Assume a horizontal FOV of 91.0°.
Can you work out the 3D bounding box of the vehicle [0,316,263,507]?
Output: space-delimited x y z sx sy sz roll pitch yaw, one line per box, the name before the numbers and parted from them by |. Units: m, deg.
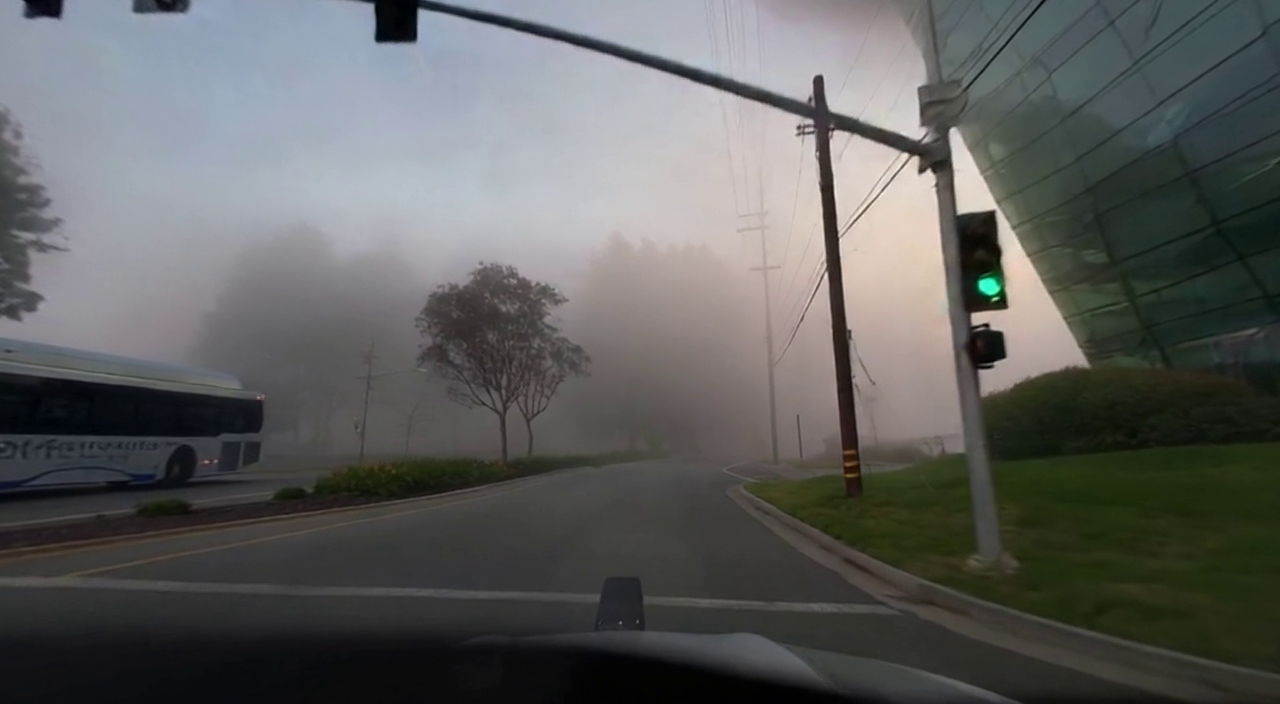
vehicle | -15.170 1.730 16.625 3.014 4.047 11.442 0 -9 2
